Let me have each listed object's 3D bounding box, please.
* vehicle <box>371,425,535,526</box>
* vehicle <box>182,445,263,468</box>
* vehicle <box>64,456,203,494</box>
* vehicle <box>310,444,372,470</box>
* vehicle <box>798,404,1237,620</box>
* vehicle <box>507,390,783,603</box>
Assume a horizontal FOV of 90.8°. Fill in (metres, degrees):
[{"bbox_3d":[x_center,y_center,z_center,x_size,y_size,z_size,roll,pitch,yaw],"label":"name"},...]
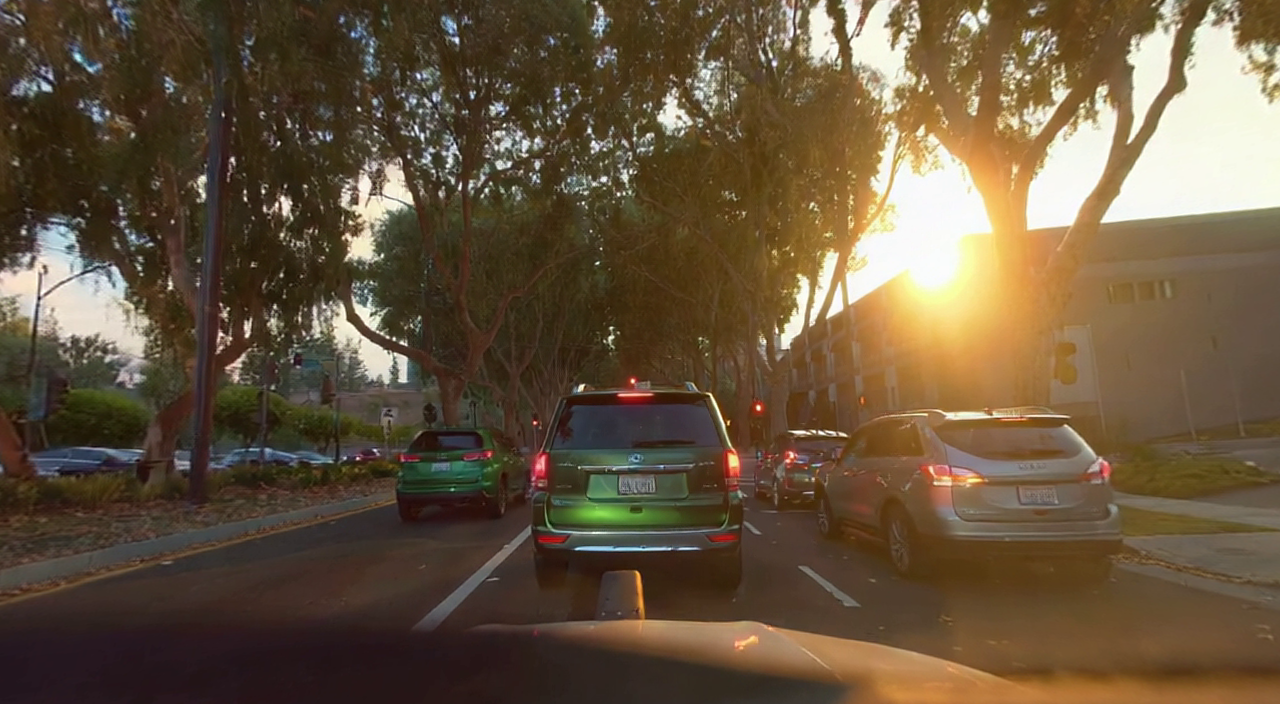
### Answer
[{"bbox_3d":[-3.405,2.325,12.436,1.961,1.639,4.064,0,-9,0],"label":"vehicle"},{"bbox_3d":[-29.985,7.506,45.465,4.403,1.532,1.914,0,-8,-3],"label":"vehicle"},{"bbox_3d":[-22.358,5.423,28.193,2.312,1.443,4.684,0,-9,1],"label":"vehicle"},{"bbox_3d":[-22.131,7.783,47.055,1.993,1.844,5.316,0,-8,0],"label":"vehicle"},{"bbox_3d":[3.467,1.557,7.098,2.202,1.657,4.298,0,-9,-1],"label":"vehicle"},{"bbox_3d":[0.017,1.492,7.281,2.294,1.761,3.857,0,-9,-1],"label":"vehicle"}]
